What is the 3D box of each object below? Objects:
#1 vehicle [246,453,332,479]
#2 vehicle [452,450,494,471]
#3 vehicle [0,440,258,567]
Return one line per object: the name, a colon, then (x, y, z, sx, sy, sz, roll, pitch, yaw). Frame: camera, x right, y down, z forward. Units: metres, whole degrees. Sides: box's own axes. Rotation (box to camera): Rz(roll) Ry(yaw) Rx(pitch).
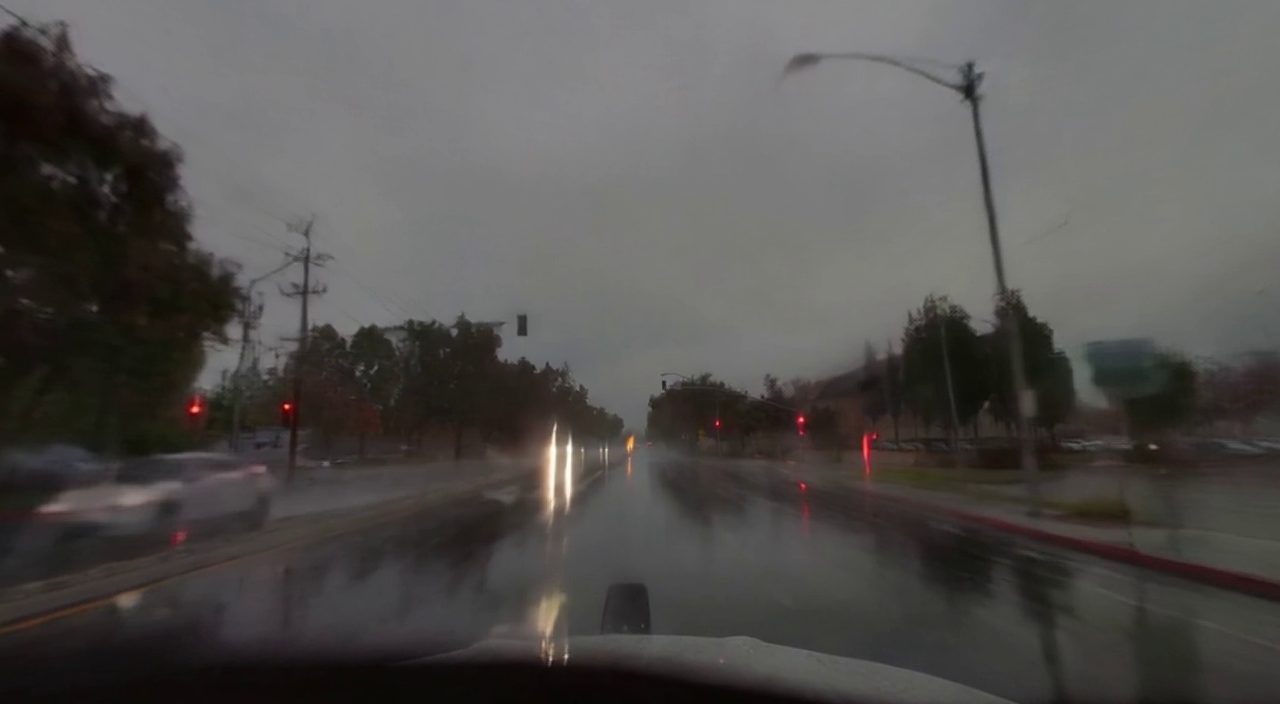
vehicle: (-21.559, 6.960, 38.661, 5.038, 1.435, 2.074, -4, -9, 28)
vehicle: (-11.920, 7.751, 45.252, 1.825, 1.435, 4.211, 0, -8, 1)
vehicle: (-8.795, 2.335, 10.599, 1.986, 1.665, 4.284, 0, -8, 1)
